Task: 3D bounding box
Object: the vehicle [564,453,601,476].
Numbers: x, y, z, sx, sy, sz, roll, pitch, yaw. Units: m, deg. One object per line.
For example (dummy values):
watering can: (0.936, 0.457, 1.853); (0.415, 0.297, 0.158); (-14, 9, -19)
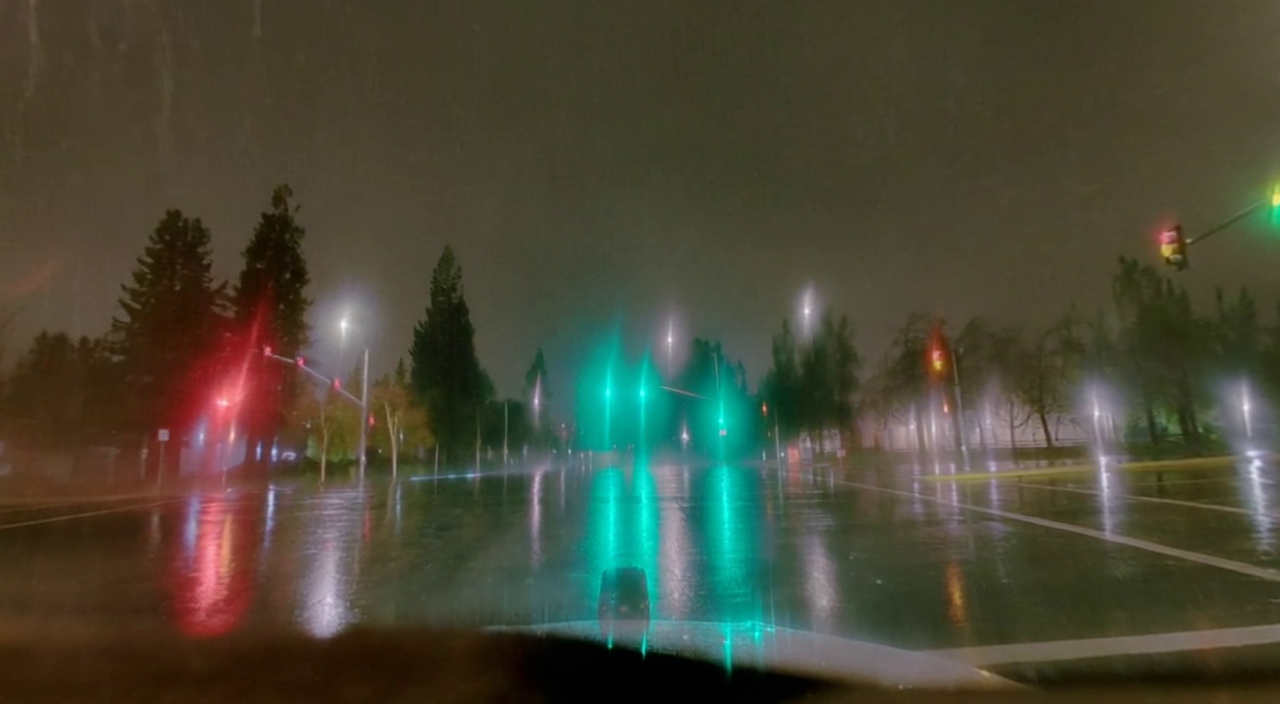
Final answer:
vehicle: (-4.470, 8.856, 49.858); (2.030, 1.704, 4.205); (-1, -8, 7)
